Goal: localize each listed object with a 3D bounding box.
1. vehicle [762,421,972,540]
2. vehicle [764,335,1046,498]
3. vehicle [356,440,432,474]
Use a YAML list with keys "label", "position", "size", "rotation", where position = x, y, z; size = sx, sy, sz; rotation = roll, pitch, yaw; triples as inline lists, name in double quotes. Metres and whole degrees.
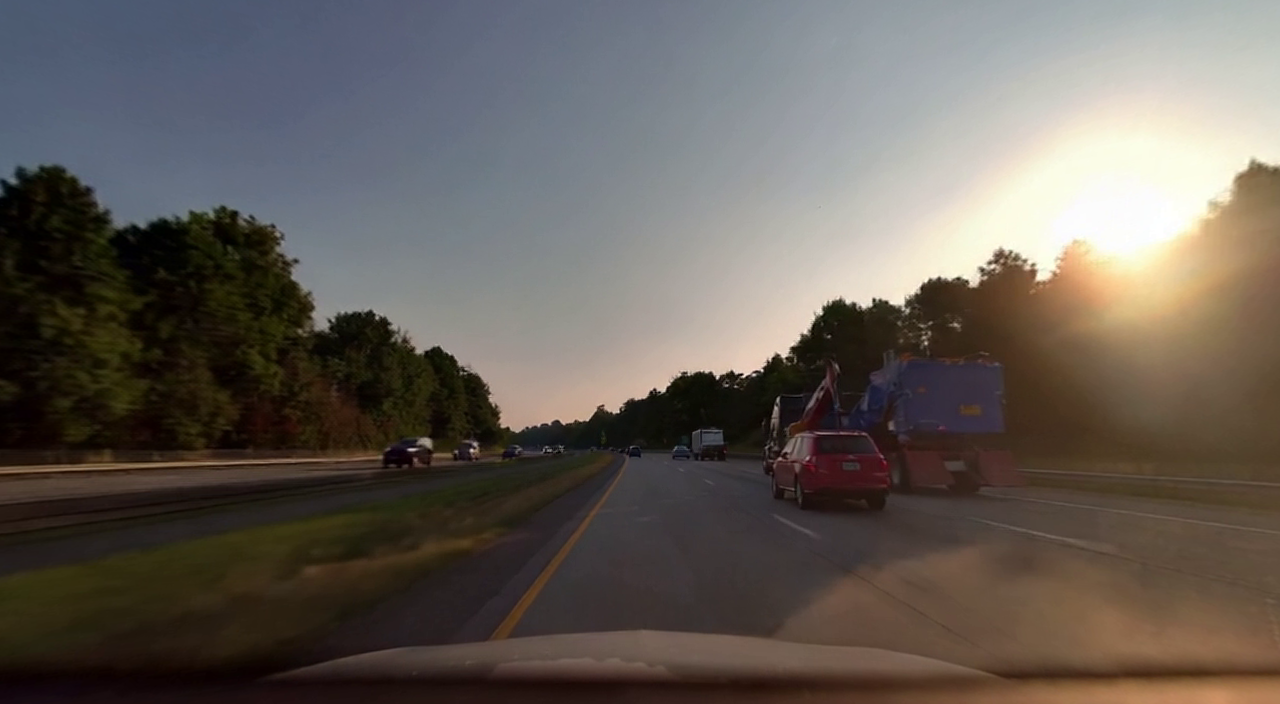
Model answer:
- label: "vehicle"
  position: [3.604, 2.138, 11.001]
  size: [2.022, 1.658, 4.132]
  rotation: [0, -9, -1]
- label: "vehicle"
  position: [8.112, 2.852, 23.875]
  size: [3.441, 4.016, 16.812]
  rotation: [0, -9, 0]
- label: "vehicle"
  position: [-13.372, 5.730, 34.629]
  size: [2.019, 1.690, 5.126]
  rotation: [0, -9, 1]
